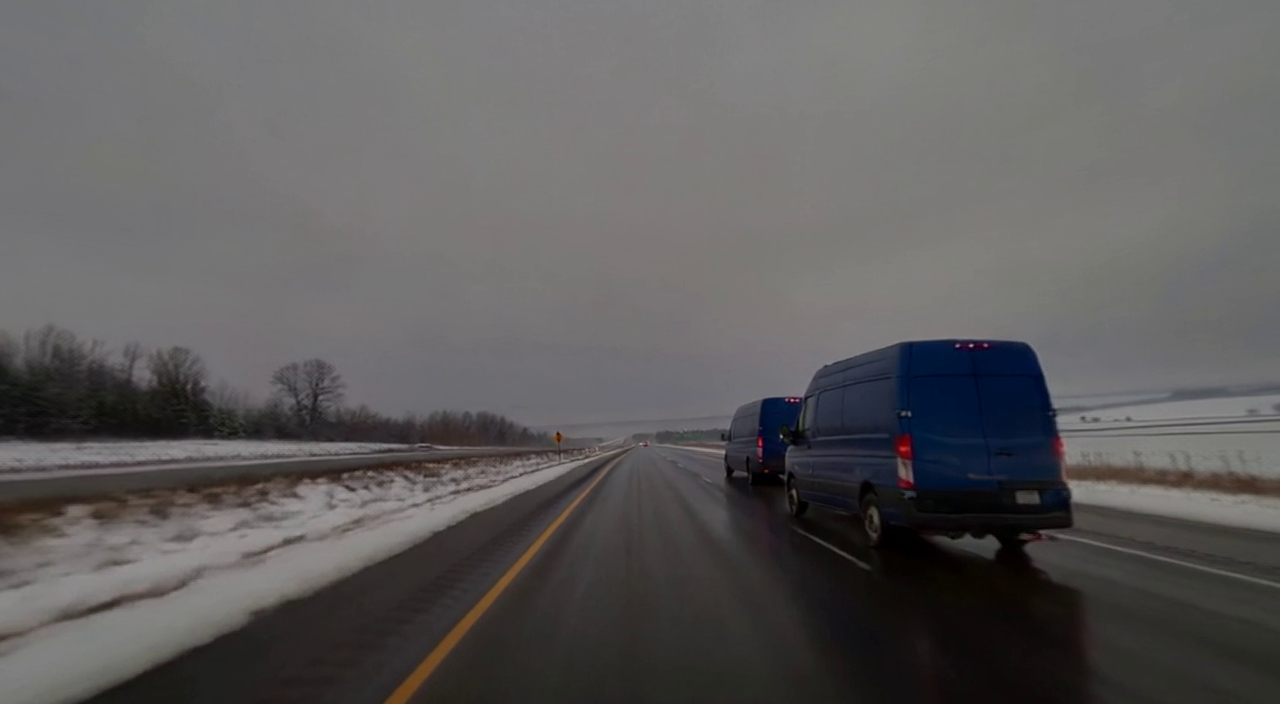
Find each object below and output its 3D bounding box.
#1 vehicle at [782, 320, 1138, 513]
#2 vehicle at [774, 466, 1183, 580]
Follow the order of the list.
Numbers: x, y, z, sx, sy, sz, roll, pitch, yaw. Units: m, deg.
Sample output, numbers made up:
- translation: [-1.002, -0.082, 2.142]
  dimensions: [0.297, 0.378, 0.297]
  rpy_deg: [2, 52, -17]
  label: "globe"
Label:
- translation: [4.059, 1.053, 9.623]
  dimensions: [2.444, 2.053, 5.616]
  rpy_deg: [-1, -8, 0]
  label: "vehicle"
- translation: [4.010, 2.265, 9.420]
  dimensions: [2.702, 0.824, 6.391]
  rpy_deg: [0, -8, 1]
  label: "vehicle"
